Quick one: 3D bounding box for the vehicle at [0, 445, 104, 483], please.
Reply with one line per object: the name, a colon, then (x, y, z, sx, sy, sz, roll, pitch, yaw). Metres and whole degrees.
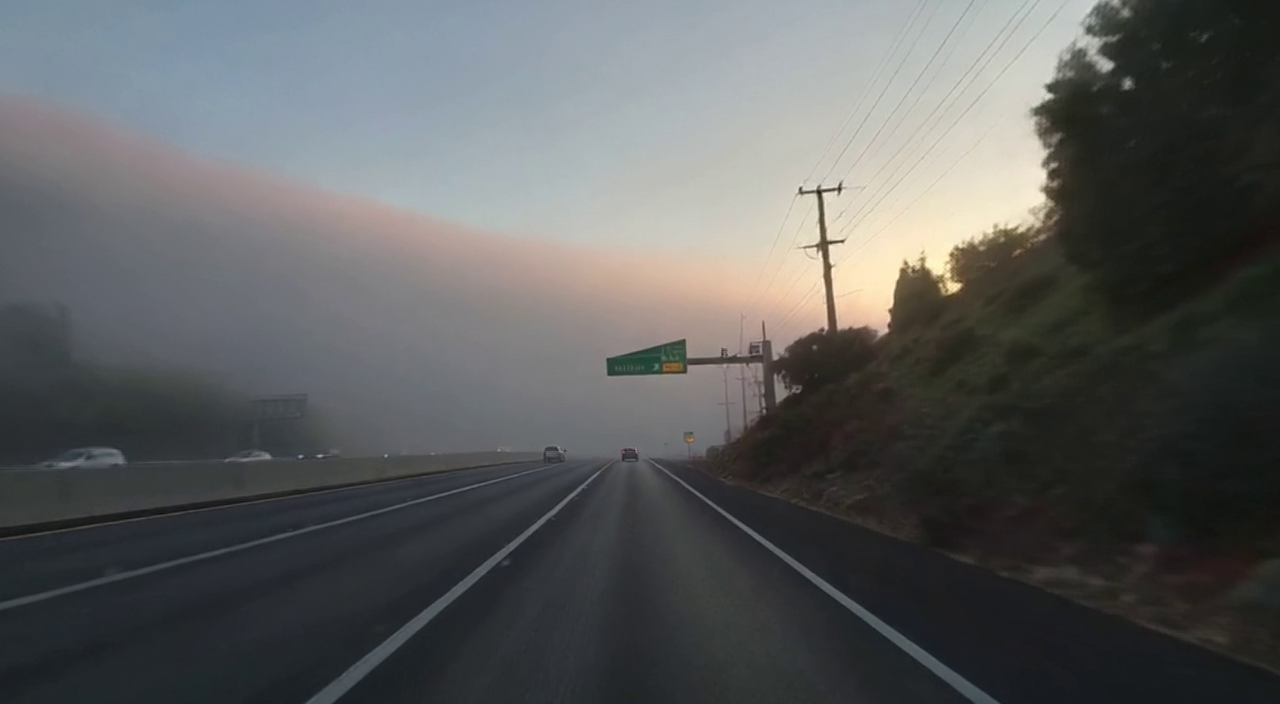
vehicle: (-32.161, 6.039, 34.154, 1.918, 1.864, 5.160, -1, -9, -2)
